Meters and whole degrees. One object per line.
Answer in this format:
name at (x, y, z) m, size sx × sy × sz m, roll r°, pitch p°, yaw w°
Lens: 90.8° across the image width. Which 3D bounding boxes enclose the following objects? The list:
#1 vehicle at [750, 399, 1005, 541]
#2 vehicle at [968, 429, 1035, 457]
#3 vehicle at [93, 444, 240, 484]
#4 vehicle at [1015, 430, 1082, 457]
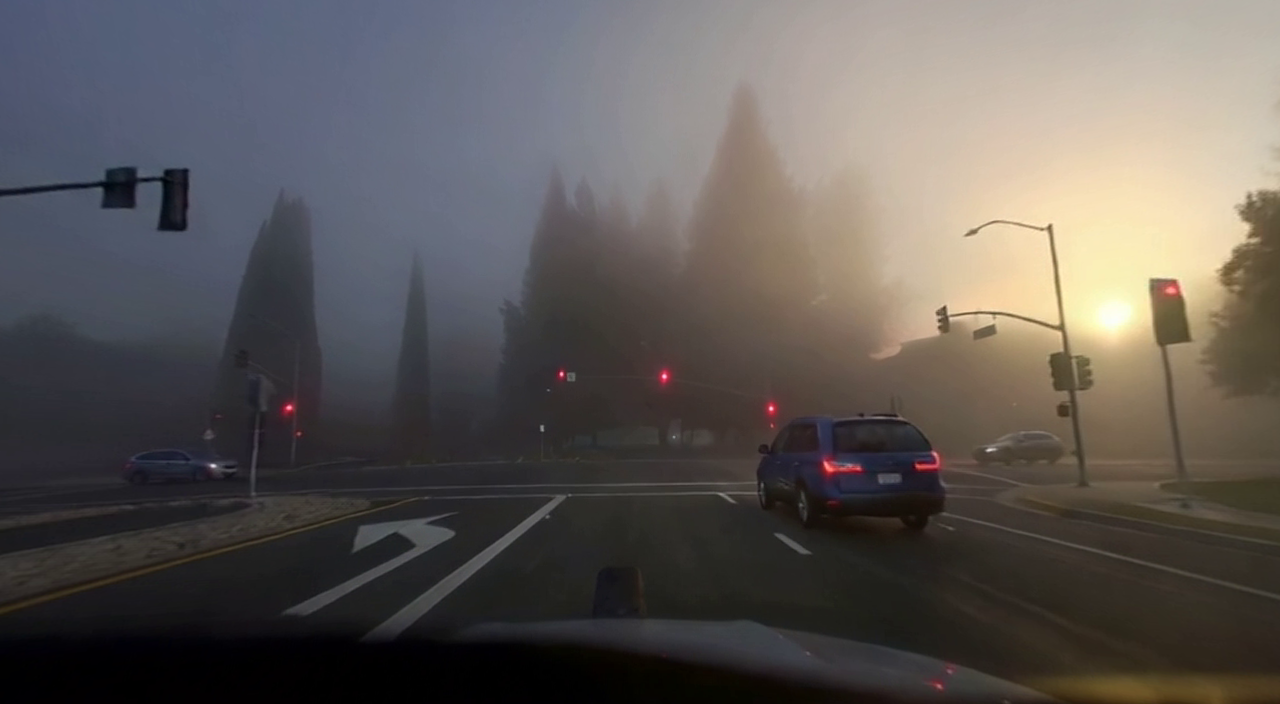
vehicle at (3.473, 1.873, 10.598) m, size 2.229 × 1.795 × 4.927 m, roll 0°, pitch -9°, yaw -1°
vehicle at (24.025, 6.110, 42.208) m, size 1.896 × 1.760 × 4.107 m, roll 0°, pitch -9°, yaw -2°
vehicle at (-20.885, 4.930, 28.070) m, size 4.737 × 1.659 × 2.042 m, roll 1°, pitch -9°, yaw -7°
vehicle at (27.251, 6.123, 42.291) m, size 1.883 × 1.685 × 3.953 m, roll -1°, pitch -9°, yaw 2°
